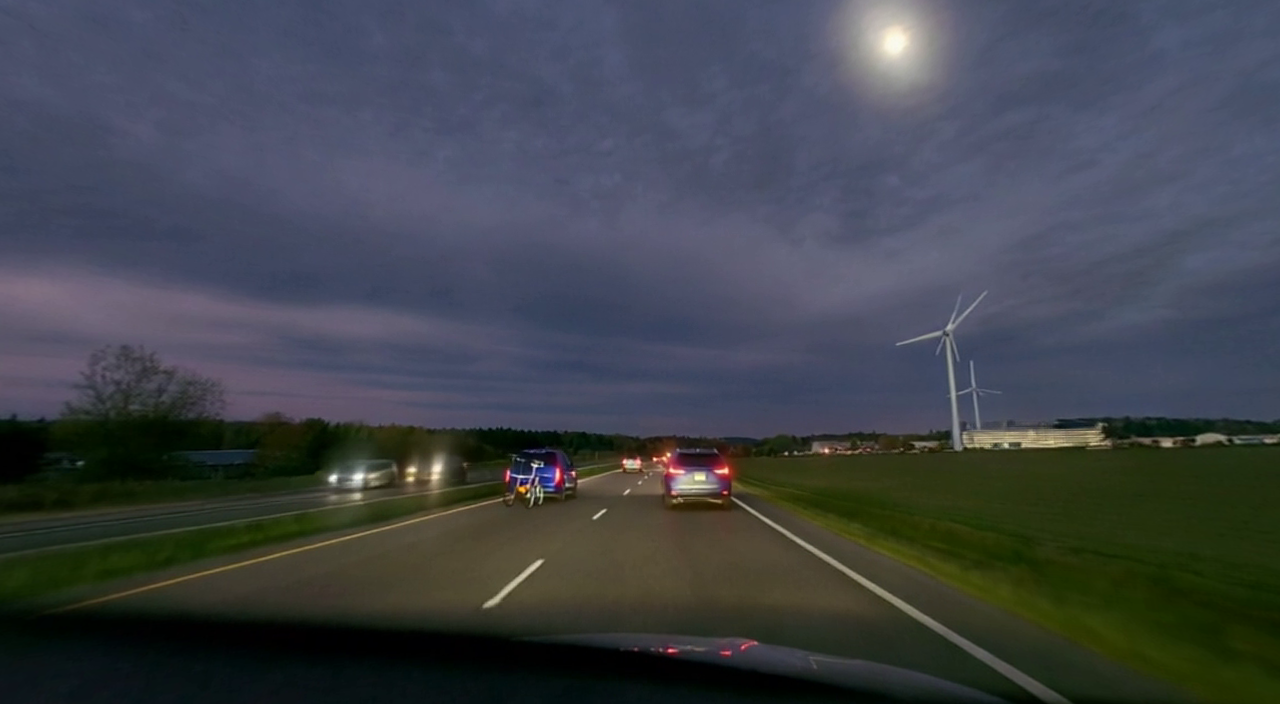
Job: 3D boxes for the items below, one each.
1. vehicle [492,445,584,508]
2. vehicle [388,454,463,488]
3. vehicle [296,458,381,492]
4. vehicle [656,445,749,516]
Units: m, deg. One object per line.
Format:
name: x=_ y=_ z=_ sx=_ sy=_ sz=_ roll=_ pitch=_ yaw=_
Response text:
vehicle: x=-2.969 y=3.711 z=19.238 sx=1.962 sy=1.681 sz=4.033 roll=-1 pitch=-9 yaw=2
vehicle: x=-10.690 y=5.947 z=31.766 sx=2.088 sy=1.545 sz=4.230 roll=-1 pitch=-9 yaw=3
vehicle: x=-14.628 y=5.970 z=30.822 sx=1.972 sy=1.466 sz=3.984 roll=-1 pitch=-9 yaw=3
vehicle: x=1.457 y=3.249 z=16.360 sx=2.063 sy=1.582 sz=3.955 roll=-1 pitch=-9 yaw=1
